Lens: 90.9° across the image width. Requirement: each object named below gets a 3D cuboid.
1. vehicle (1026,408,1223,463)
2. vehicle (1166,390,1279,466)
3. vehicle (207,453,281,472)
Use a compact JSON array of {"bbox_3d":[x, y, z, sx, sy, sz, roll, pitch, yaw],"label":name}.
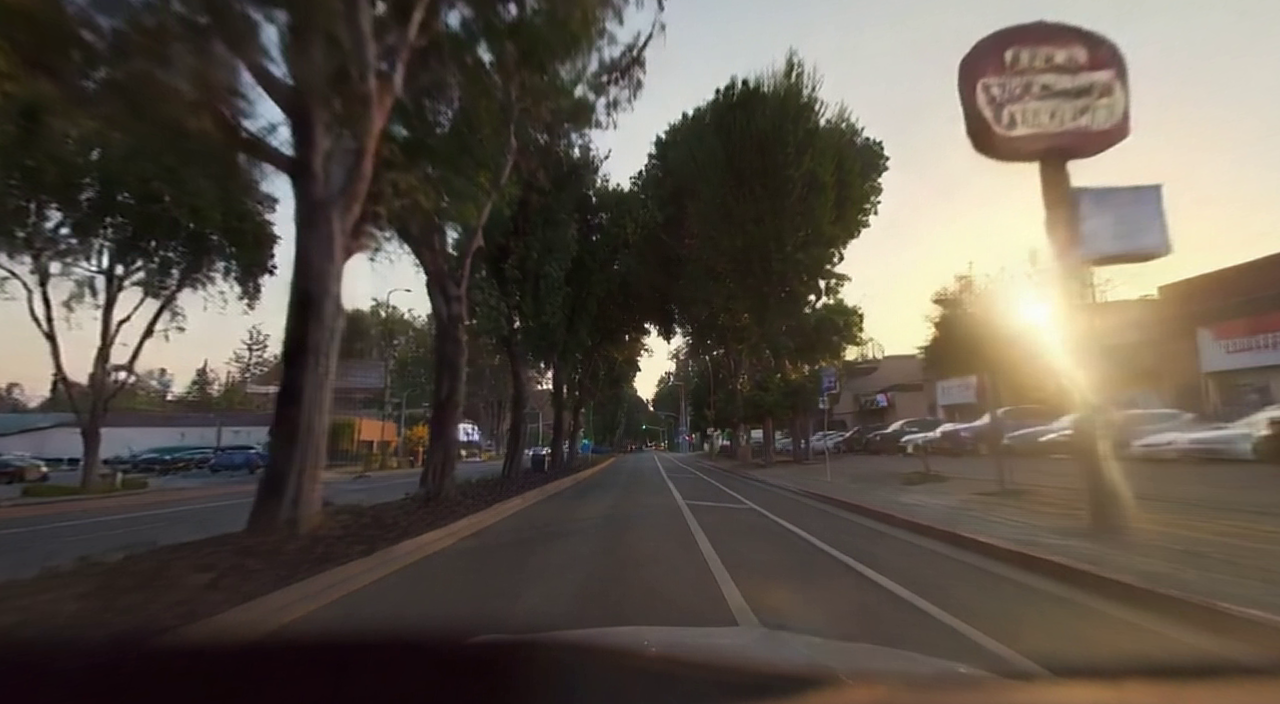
[{"bbox_3d":[13.347,2.341,17.565,3.820,1.413,1.952,0,-9,0],"label":"vehicle"},{"bbox_3d":[13.410,1.566,12.879,3.547,1.438,1.891,0,-9,0],"label":"vehicle"},{"bbox_3d":[-30.588,8.557,48.787,4.448,1.430,1.888,-1,-9,1],"label":"vehicle"}]
